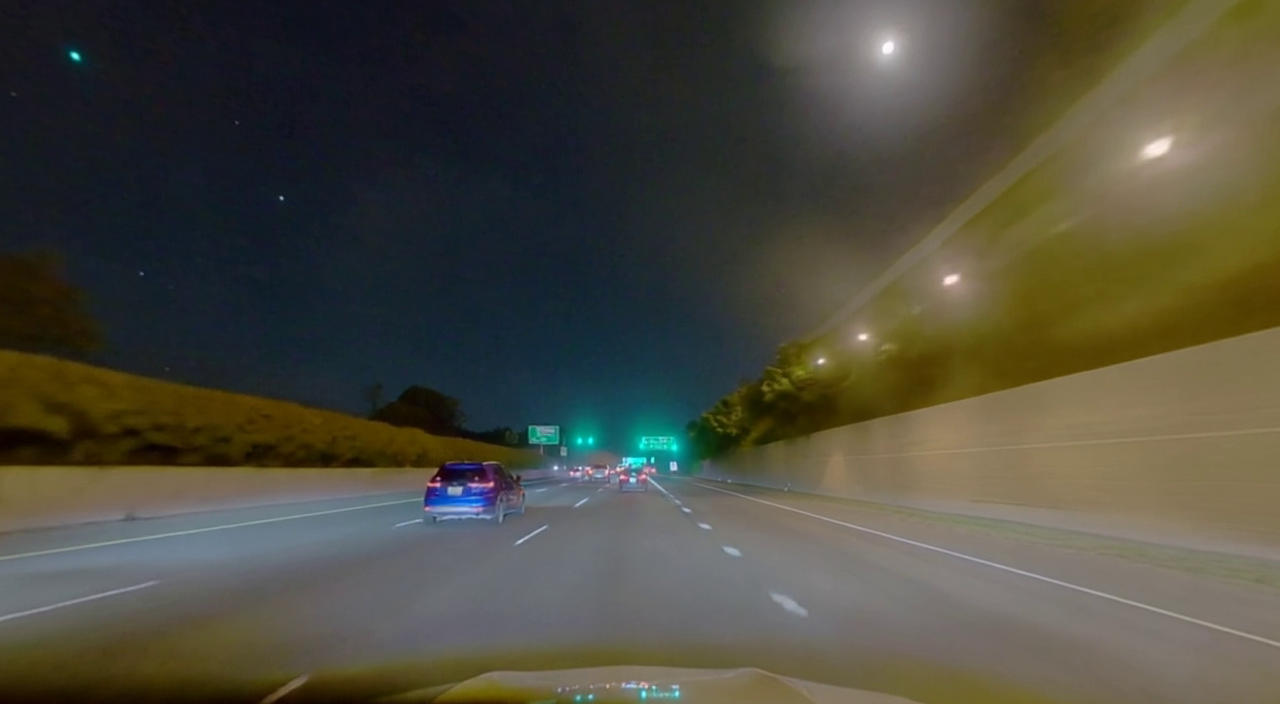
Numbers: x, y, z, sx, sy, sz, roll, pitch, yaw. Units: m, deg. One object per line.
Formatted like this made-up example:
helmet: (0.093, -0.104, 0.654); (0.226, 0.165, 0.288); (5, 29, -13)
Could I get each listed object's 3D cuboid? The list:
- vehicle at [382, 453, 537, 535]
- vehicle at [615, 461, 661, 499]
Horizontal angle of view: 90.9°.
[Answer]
vehicle: (-3.871, 3.170, 14.524); (2.102, 1.521, 4.687); (1, -10, 1)
vehicle: (-0.094, 5.980, 29.585); (1.992, 1.601, 3.762); (1, -10, -1)
